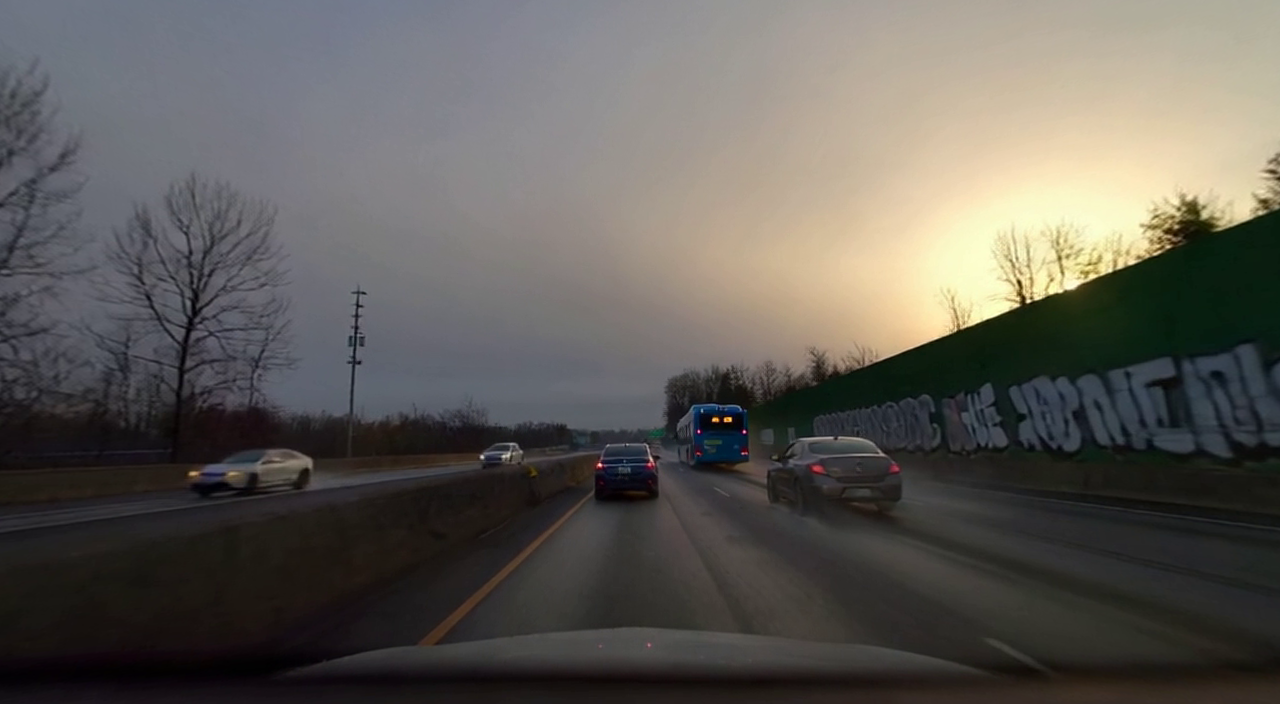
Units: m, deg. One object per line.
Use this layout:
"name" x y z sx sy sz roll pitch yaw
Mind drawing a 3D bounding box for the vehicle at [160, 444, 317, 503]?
"vehicle" -12.812 3.885 20.442 2.090 1.680 4.456 -1 -9 1

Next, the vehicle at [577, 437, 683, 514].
"vehicle" -0.223 2.854 14.931 2.160 1.532 4.073 0 -9 0

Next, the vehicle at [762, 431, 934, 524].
"vehicle" 3.841 2.393 12.410 1.995 1.507 3.915 0 -9 -1

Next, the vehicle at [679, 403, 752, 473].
"vehicle" 4.151 5.263 37.587 3.055 3.479 12.521 -1 -9 1

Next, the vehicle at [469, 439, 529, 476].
"vehicle" -8.287 6.256 37.378 2.319 1.983 4.918 -1 -9 1
